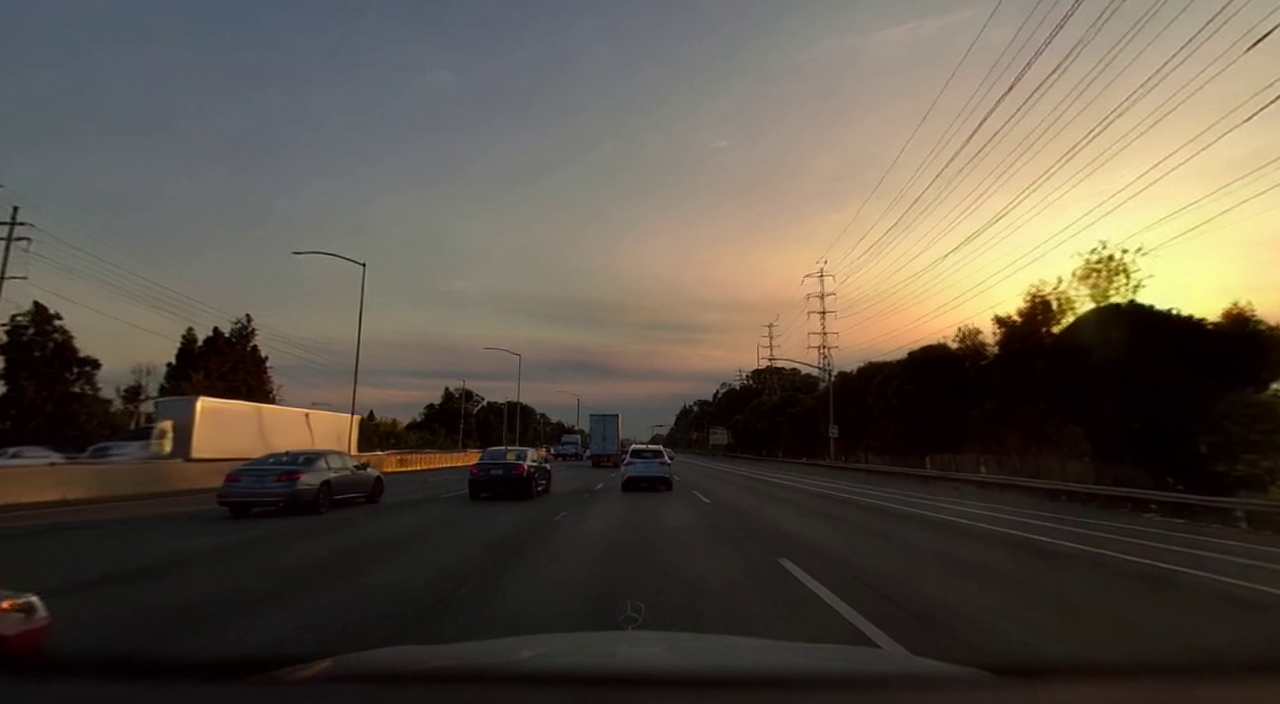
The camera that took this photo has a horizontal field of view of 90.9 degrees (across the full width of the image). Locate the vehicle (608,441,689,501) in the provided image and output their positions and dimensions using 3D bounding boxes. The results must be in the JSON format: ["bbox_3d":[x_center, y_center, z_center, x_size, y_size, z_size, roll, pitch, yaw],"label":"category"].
[{"bbox_3d":[0.156,3.327,18.096,2.018,1.470,4.491,0,-9,-2],"label":"vehicle"}]

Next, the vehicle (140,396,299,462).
[{"bbox_3d":[-27.860,5.377,42.864,3.150,3.842,11.127,0,-9,0],"label":"vehicle"}]

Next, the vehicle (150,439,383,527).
[{"bbox_3d":[-7.145,2.519,12.783,1.867,1.445,4.499,0,-9,2],"label":"vehicle"}]

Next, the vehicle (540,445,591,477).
[{"bbox_3d":[-3.516,5.222,30.442,2.013,1.437,3.801,0,-9,0],"label":"vehicle"}]

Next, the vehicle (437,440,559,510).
[{"bbox_3d":[-3.252,2.905,15.358,1.912,1.464,4.115,0,-9,1],"label":"vehicle"}]

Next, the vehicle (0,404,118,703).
[{"bbox_3d":[-3.712,0.735,1.063,1.883,1.500,4.373,0,-9,0],"label":"vehicle"}]
